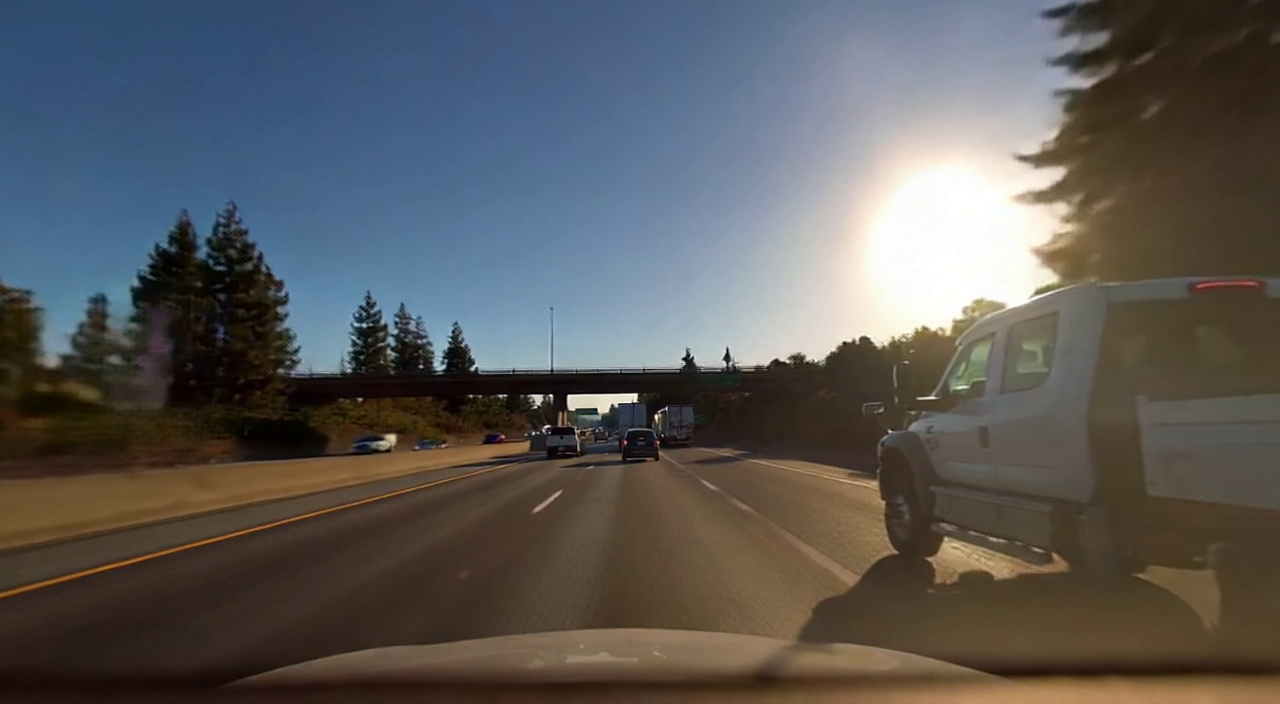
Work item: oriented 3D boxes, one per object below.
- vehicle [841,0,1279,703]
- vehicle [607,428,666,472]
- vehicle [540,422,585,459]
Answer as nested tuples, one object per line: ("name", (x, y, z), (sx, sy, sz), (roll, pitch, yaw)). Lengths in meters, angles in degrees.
("vehicle", (3.738, -0.008, 3.048), (2.783, 3.483, 7.836), (0, -8, -1))
("vehicle", (-0.179, 3.658, 23.776), (2.059, 1.522, 3.693), (0, -8, -1))
("vehicle", (-4.395, 5.069, 36.326), (2.013, 1.961, 4.692), (0, -8, 0))
